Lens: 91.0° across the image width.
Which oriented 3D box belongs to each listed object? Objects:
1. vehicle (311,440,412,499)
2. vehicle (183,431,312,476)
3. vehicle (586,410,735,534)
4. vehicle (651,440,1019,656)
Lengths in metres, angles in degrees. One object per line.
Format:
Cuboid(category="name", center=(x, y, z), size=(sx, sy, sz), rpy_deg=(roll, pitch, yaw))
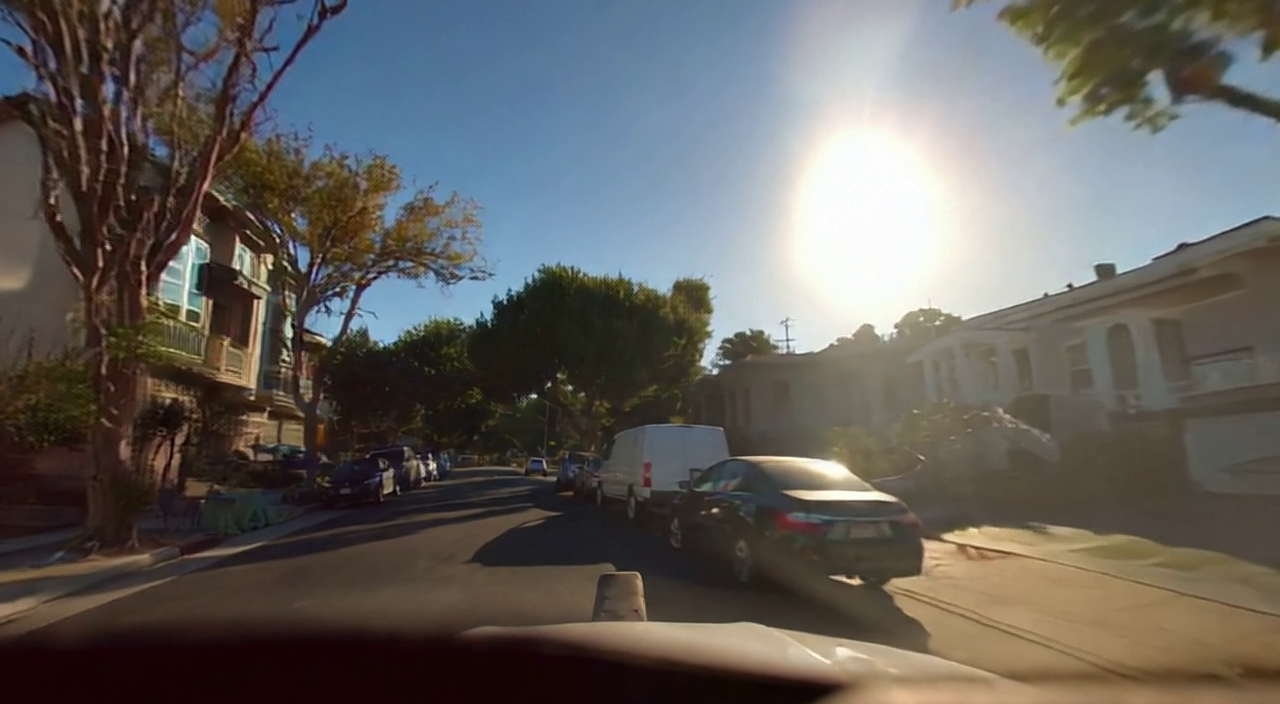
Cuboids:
Cuboid(category="vehicle", center=(-8.415, 3.531, 19.482), size=(1.908, 1.493, 4.806), rpy_deg=(5, -9, -13))
Cuboid(category="vehicle", center=(-16.387, 4.211, 26.491), size=(4.153, 1.550, 2.029), rpy_deg=(1, -2, -14))
Cuboid(category="vehicle", center=(0.181, 2.390, 13.630), size=(1.993, 2.129, 4.893), rpy_deg=(1, -7, -13))
Cuboid(category="vehicle", center=(1.600, 1.770, 7.048), size=(1.828, 1.442, 4.476), rpy_deg=(2, -7, -14))
